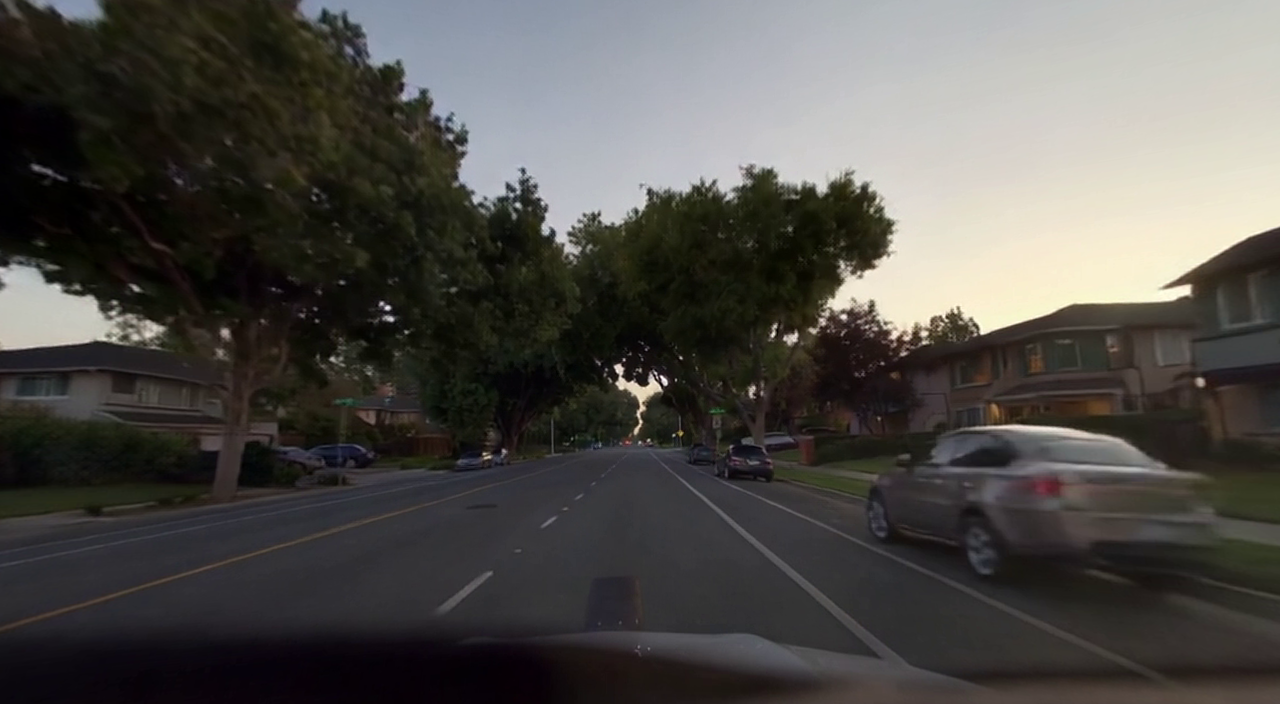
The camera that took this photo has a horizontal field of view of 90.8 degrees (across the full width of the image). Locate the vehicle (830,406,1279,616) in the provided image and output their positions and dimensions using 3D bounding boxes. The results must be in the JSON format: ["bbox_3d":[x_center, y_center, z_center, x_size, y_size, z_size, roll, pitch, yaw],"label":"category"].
[{"bbox_3d":[4.020,1.586,7.356,1.999,1.615,4.513,-1,-8,-3],"label":"vehicle"}]

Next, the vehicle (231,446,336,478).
[{"bbox_3d":[-19.227,5.936,34.227,4.446,1.534,2.018,-1,-8,1],"label":"vehicle"}]

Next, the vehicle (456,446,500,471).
[{"bbox_3d":[-10.971,7.204,43.090,1.895,1.551,4.229,-1,-8,0],"label":"vehicle"}]

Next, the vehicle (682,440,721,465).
[{"bbox_3d":[3.947,6.539,41.218,2.002,1.493,4.652,-1,-8,-1],"label":"vehicle"}]

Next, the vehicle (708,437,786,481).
[{"bbox_3d":[4.077,4.171,24.899,1.997,1.510,4.555,-1,-8,-4],"label":"vehicle"}]
